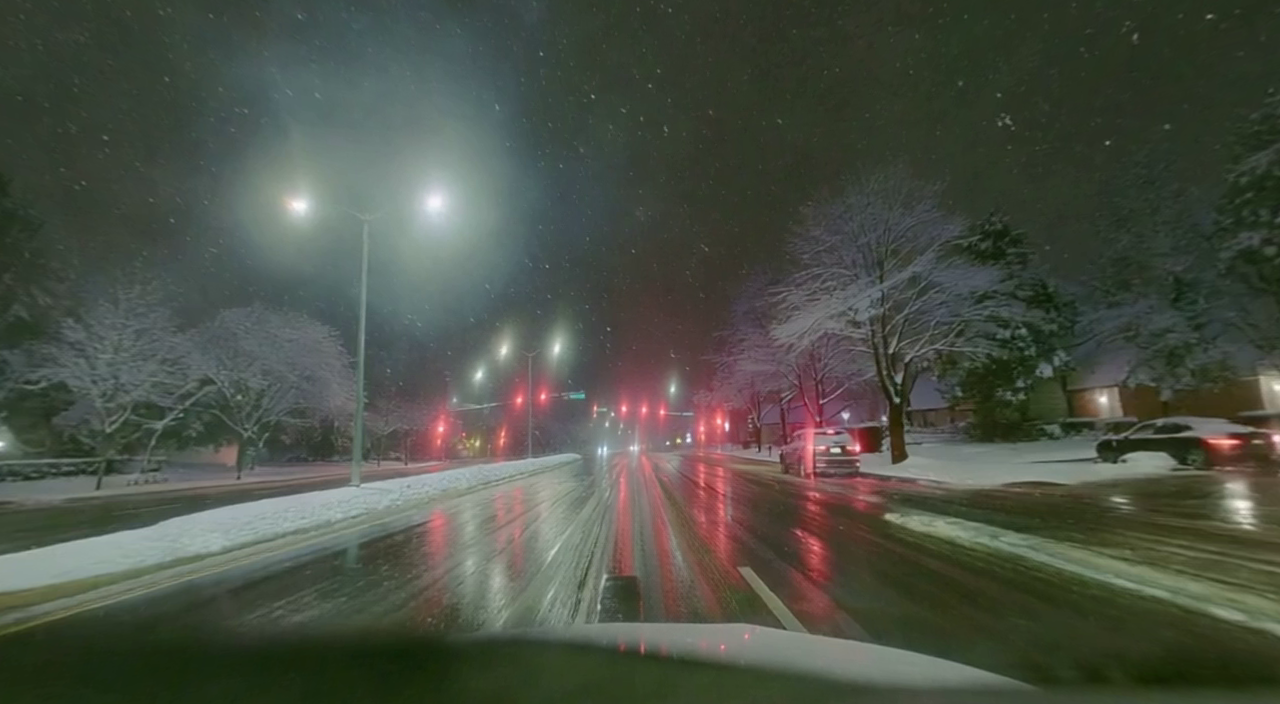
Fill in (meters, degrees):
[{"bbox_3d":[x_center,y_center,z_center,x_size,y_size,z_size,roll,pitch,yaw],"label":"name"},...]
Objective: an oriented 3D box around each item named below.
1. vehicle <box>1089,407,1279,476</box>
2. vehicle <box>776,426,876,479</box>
[{"bbox_3d":[17.275,2.840,19.953,2.295,1.874,5.096,0,-9,-2],"label":"vehicle"},{"bbox_3d":[7.374,4.075,25.811,2.234,1.880,5.812,0,-9,-1],"label":"vehicle"}]
